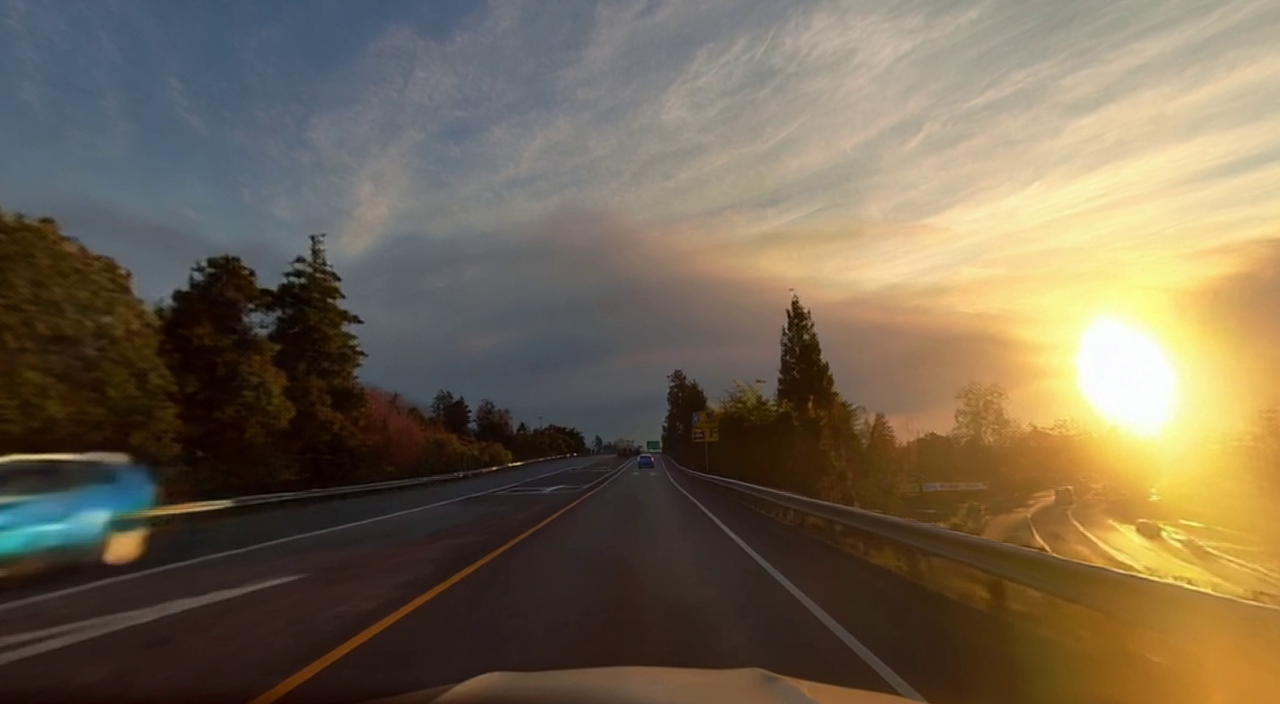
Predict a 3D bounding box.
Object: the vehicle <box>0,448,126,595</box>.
[{"bbox_3d":[-7.867,1.769,6.423,2.003,1.554,3.757,0,-9,1],"label":"vehicle"}]
